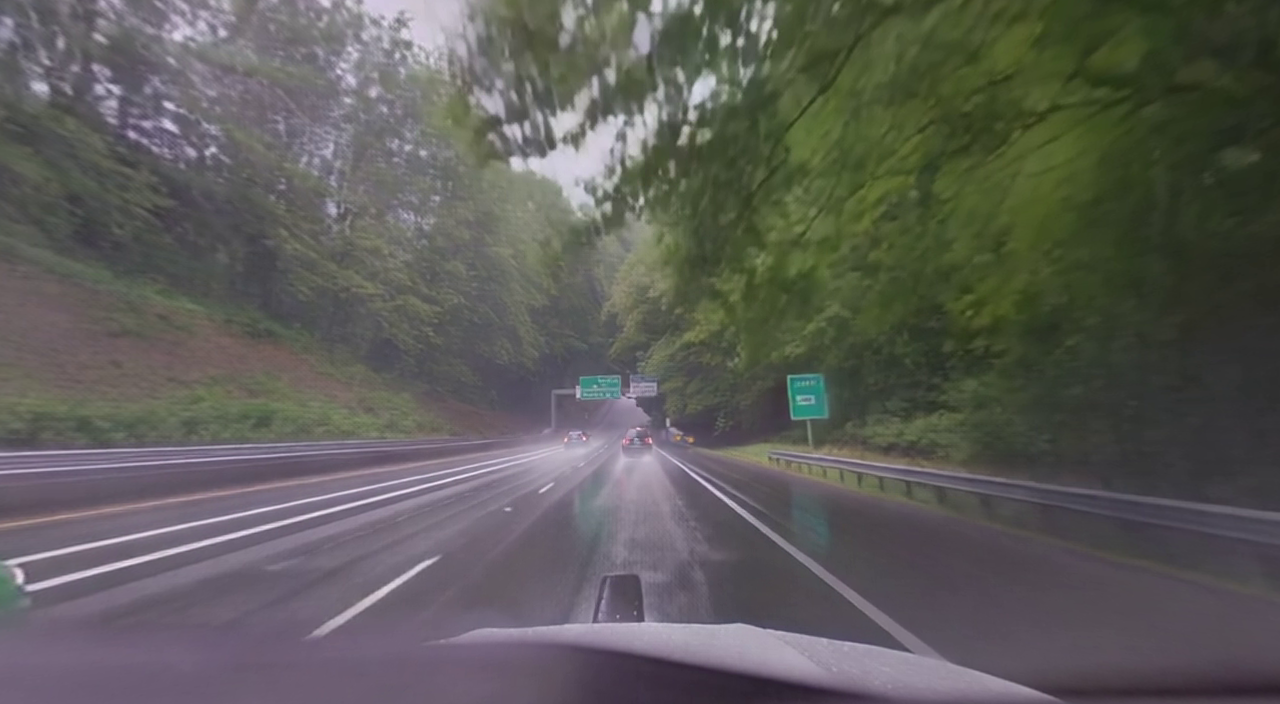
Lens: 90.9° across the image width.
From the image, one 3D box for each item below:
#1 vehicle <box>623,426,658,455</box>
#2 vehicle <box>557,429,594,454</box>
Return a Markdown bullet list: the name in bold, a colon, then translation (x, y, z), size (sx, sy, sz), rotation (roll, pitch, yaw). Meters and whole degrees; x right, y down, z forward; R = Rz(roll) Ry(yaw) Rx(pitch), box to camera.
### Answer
- **vehicle**: translation (0.015, 5.826, 41.584), size (2.170, 1.790, 4.490), rotation (0, -8, -1)
- **vehicle**: translation (-4.304, 6.039, 42.705), size (2.055, 1.610, 4.116), rotation (0, -8, 0)
